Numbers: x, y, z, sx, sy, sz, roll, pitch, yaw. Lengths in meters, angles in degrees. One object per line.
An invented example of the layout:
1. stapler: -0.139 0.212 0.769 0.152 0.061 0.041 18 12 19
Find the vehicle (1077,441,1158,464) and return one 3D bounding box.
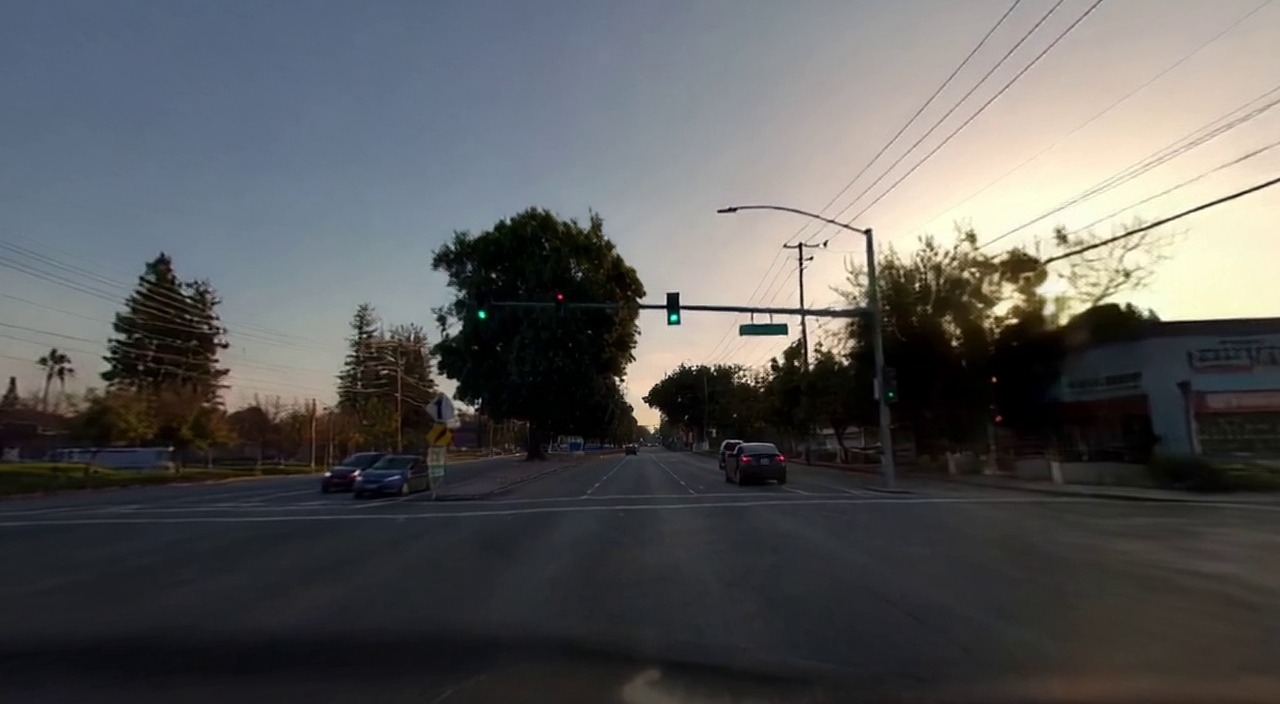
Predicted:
1. vehicle: 34.610 7.292 45.825 4.236 1.632 1.892 0 -8 1

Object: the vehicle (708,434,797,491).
1. vehicle: 3.635 3.667 21.294 2.128 1.699 4.222 0 -8 -1

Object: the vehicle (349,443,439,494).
1. vehicle: -9.197 4.341 24.016 1.816 1.478 4.404 -2 -6 -2
